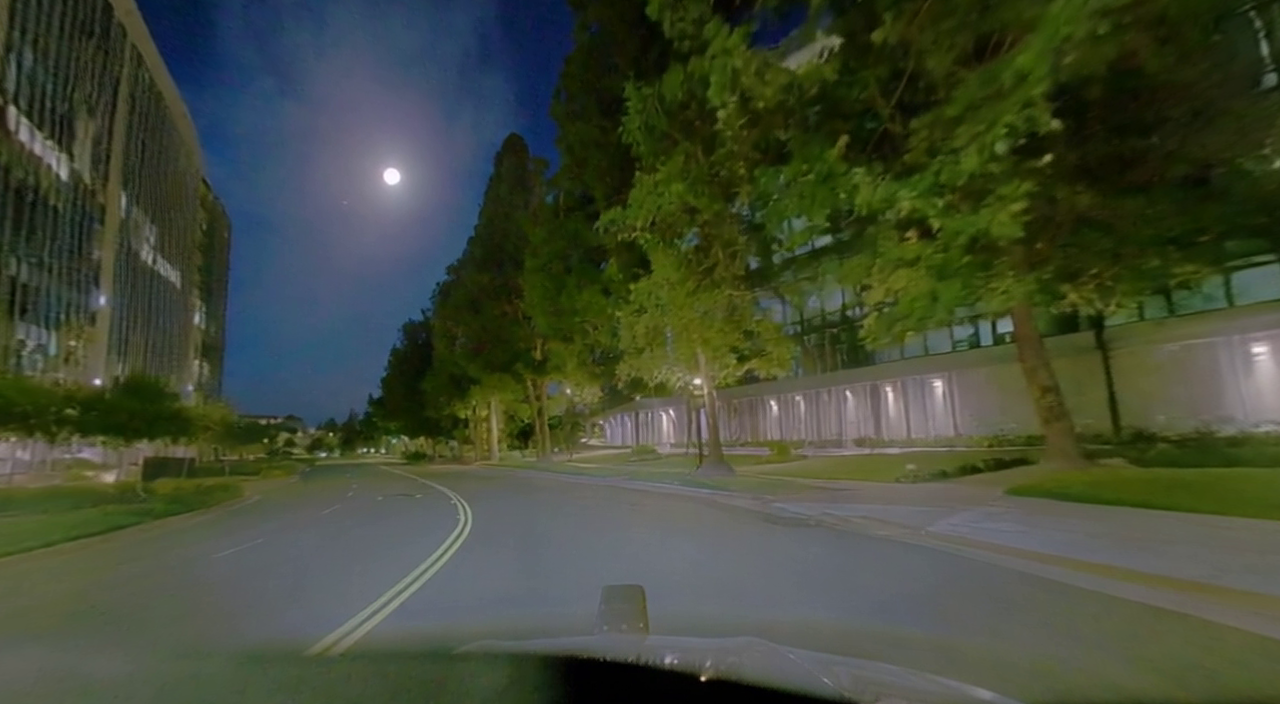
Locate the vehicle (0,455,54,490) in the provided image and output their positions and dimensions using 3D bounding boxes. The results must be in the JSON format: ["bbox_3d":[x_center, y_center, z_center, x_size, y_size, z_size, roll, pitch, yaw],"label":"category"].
[{"bbox_3d":[-33.828,6.388,33.689,1.929,1.650,4.638,3,-9,-21],"label":"vehicle"}]
